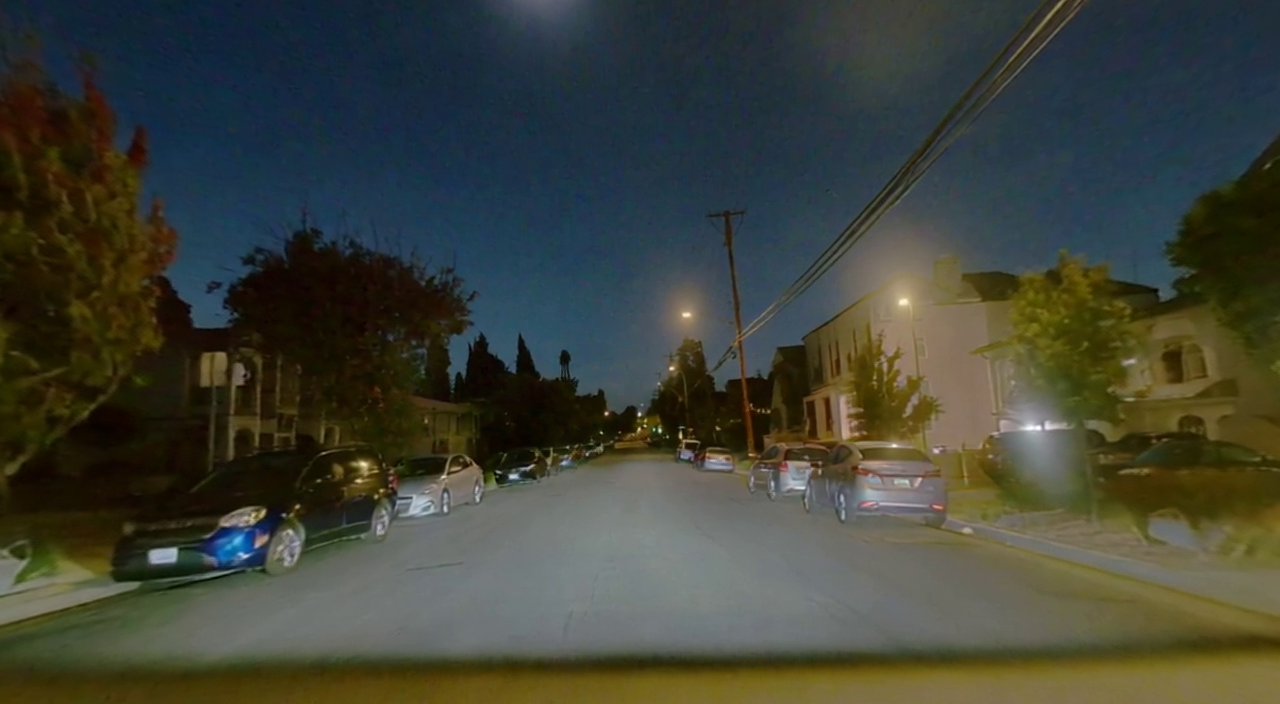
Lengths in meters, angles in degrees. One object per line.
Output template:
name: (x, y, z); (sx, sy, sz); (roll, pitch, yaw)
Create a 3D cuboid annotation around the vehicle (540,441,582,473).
vehicle: (-5.320, 7.184, 43.561); (2.184, 1.958, 5.757); (-1, -8, 0)

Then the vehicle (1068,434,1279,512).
vehicle: (12.648, 2.716, 14.455); (4.285, 1.641, 1.832); (0, -8, 0)

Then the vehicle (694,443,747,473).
vehicle: (4.255, 5.700, 34.221); (2.174, 1.504, 4.809); (0, -8, 0)

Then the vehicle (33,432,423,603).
vehicle: (-5.188, 2.100, 9.168); (2.360, 1.772, 4.907); (0, -8, -1)

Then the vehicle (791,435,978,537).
vehicle: (4.377, 2.426, 12.150); (1.864, 1.592, 4.221); (0, -8, 0)

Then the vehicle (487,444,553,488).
vehicle: (-5.118, 4.917, 27.628); (2.032, 1.716, 4.382); (0, -8, 0)
